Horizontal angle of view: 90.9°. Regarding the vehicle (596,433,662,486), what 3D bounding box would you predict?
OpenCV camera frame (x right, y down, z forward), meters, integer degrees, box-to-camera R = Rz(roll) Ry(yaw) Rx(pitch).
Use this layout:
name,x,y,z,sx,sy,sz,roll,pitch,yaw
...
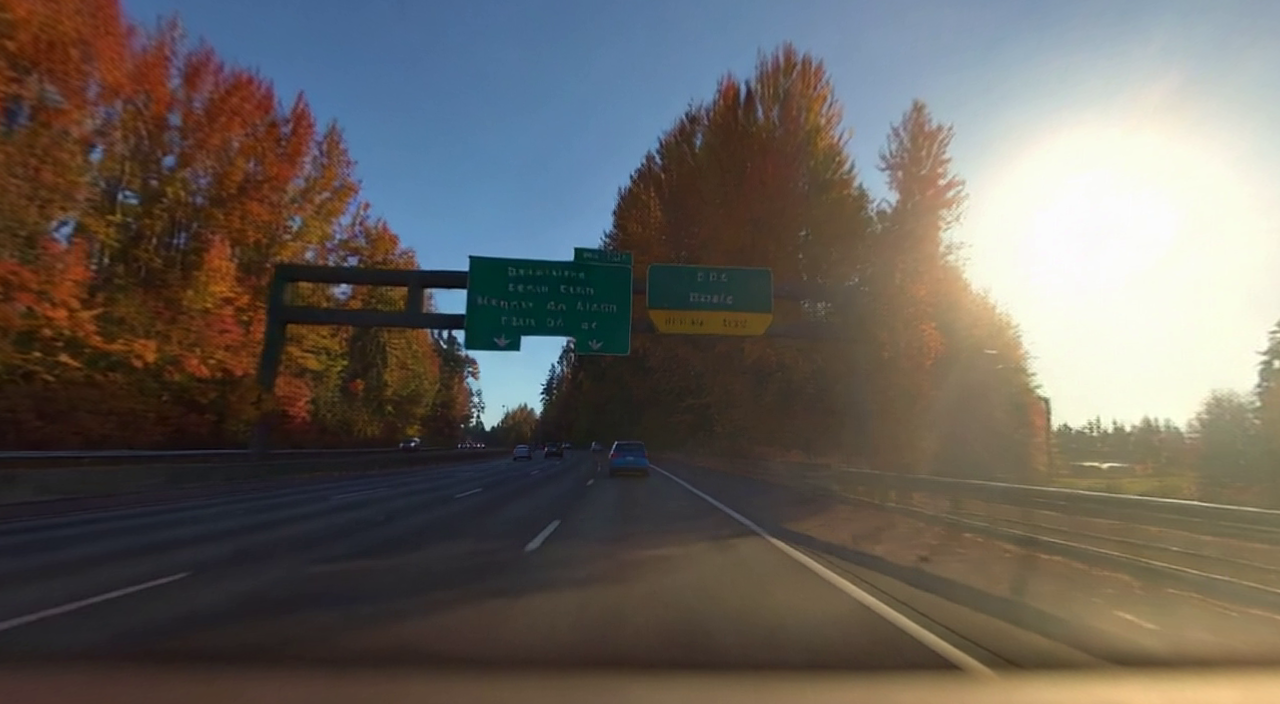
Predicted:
name,x,y,z,sx,sy,sz,roll,pitch,yaw
vehicle,-0.444,3.796,22.560,2.120,1.706,4.226,1,-8,-3
